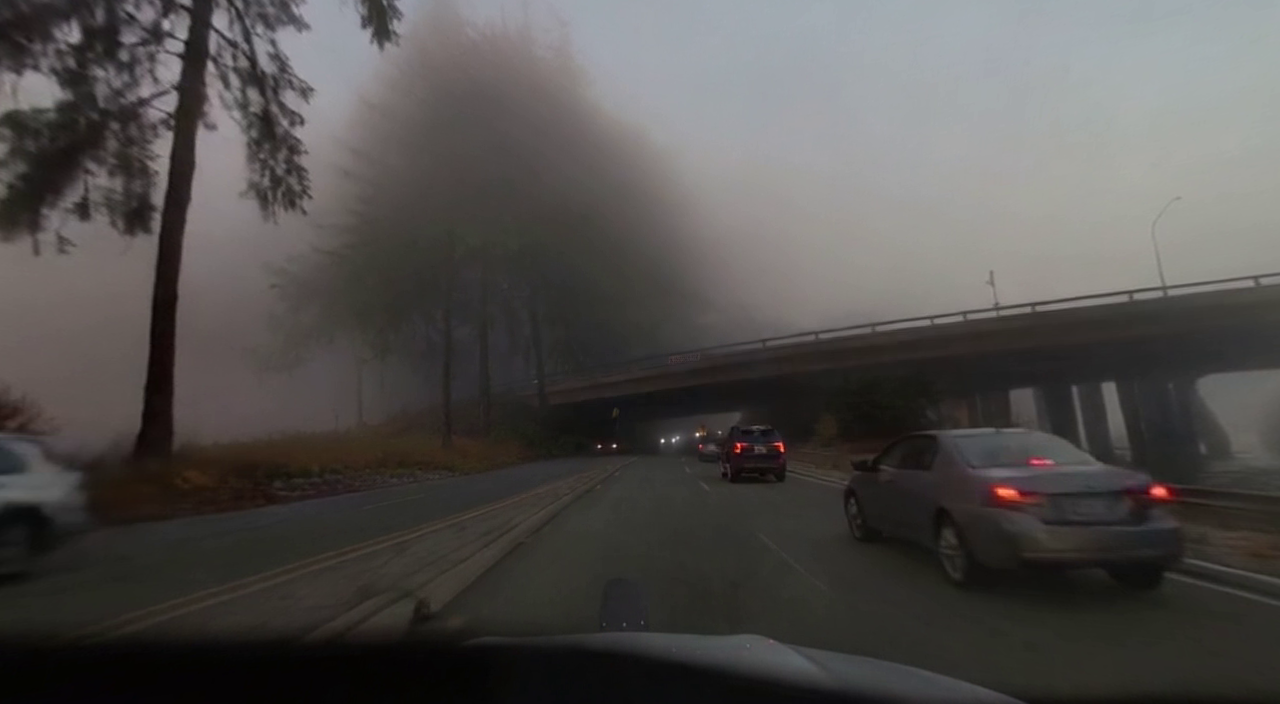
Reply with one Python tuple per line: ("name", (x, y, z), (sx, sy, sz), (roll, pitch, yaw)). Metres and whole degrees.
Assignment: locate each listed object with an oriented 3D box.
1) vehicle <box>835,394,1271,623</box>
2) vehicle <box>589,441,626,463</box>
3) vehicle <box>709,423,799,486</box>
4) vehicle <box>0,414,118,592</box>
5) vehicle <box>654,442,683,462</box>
("vehicle", (3.782, 1.494, 6.949), (1.938, 1.710, 4.249), (0, -8, 1))
("vehicle", (-2.297, 7.267, 46.070), (2.009, 1.527, 4.119), (-1, -8, 7))
("vehicle", (3.866, 3.585, 22.318), (2.273, 1.944, 4.866), (0, -8, 0))
("vehicle", (-7.951, 1.458, 5.693), (2.089, 1.860, 4.704), (-1, -8, 7))
("vehicle", (2.259, 7.811, 49.321), (2.078, 1.506, 4.058), (-1, -8, 5))
